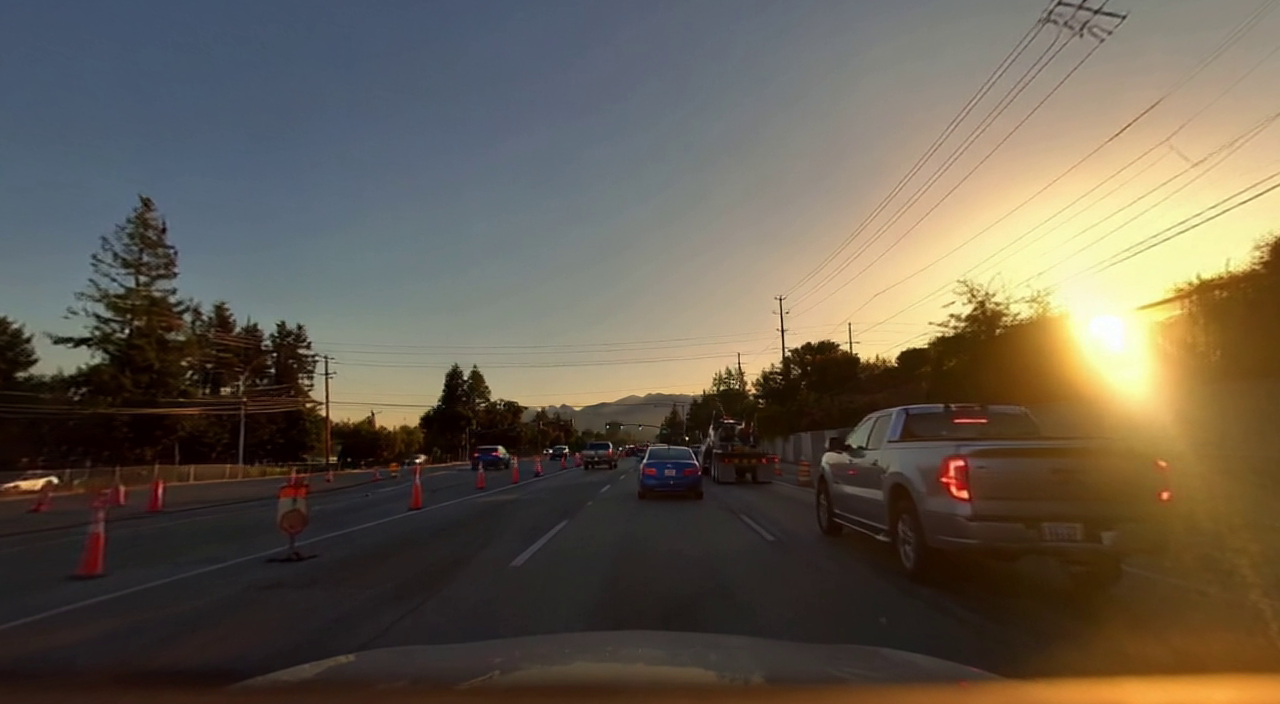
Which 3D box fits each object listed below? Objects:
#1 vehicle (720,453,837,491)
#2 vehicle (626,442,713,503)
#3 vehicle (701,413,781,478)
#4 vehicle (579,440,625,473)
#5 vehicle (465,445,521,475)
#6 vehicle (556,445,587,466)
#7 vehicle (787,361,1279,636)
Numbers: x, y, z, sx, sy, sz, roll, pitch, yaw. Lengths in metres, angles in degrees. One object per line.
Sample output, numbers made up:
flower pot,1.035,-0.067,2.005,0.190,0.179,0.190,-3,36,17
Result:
vehicle,5.030,4.569,24.536,2.554,1.217,7.611,0,-9,-2
vehicle,0.742,3.248,17.485,2.128,1.473,4.272,0,-8,1
vehicle,4.861,4.658,31.577,2.953,2.907,6.339,0,-8,0
vehicle,-2.103,5.944,35.992,1.989,1.729,4.184,-1,-9,5
vehicle,-7.909,5.843,34.494,2.018,1.490,4.926,0,-8,-2
vehicle,-5.284,8.095,49.352,1.999,1.538,4.325,0,-9,-1
vehicle,3.854,1.524,7.806,2.555,2.017,6.201,0,-9,0
